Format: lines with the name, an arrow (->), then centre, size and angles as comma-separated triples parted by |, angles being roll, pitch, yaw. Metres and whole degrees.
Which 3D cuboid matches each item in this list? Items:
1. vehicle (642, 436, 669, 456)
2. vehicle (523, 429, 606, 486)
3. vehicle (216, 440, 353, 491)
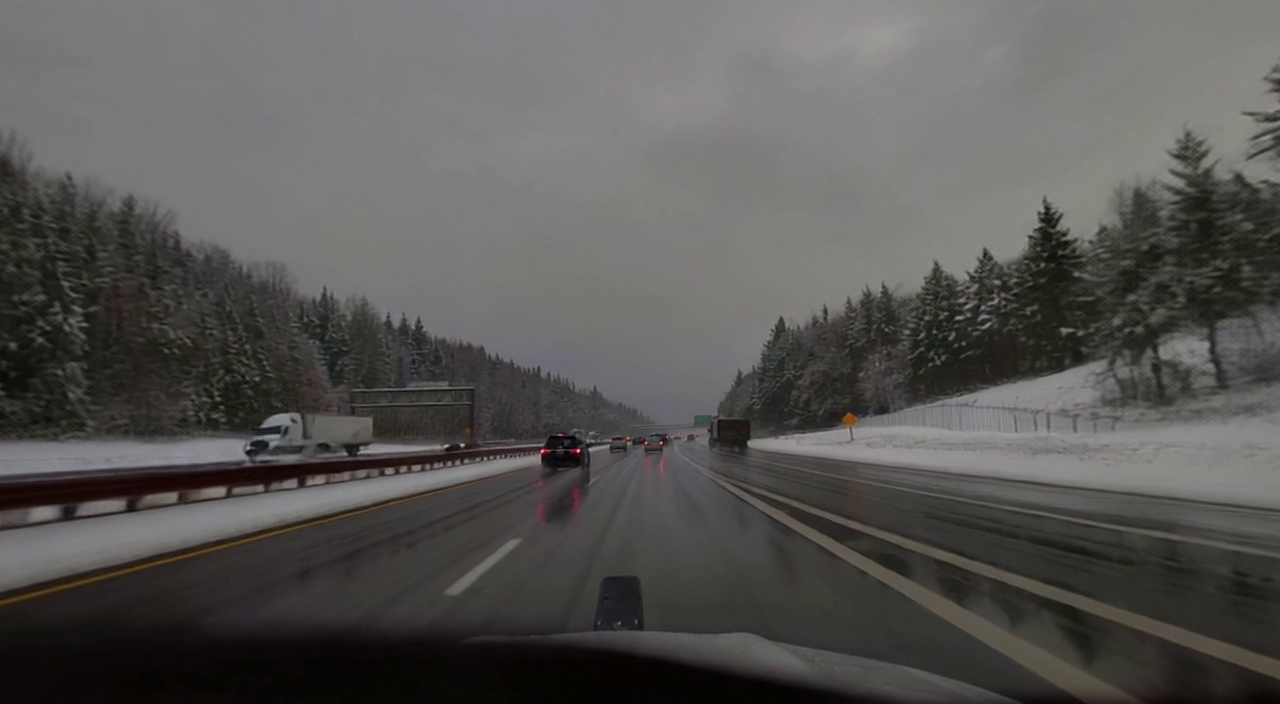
vehicle -> 1.139, 7.067, 47.539 | 2.004, 1.465, 3.842 | 0, -8, 1
vehicle -> -2.256, 3.291, 20.102 | 2.137, 1.618, 4.209 | 0, -8, 0
vehicle -> -11.568, 3.680, 20.959 | 1.881, 1.449, 4.521 | 0, -8, 1
